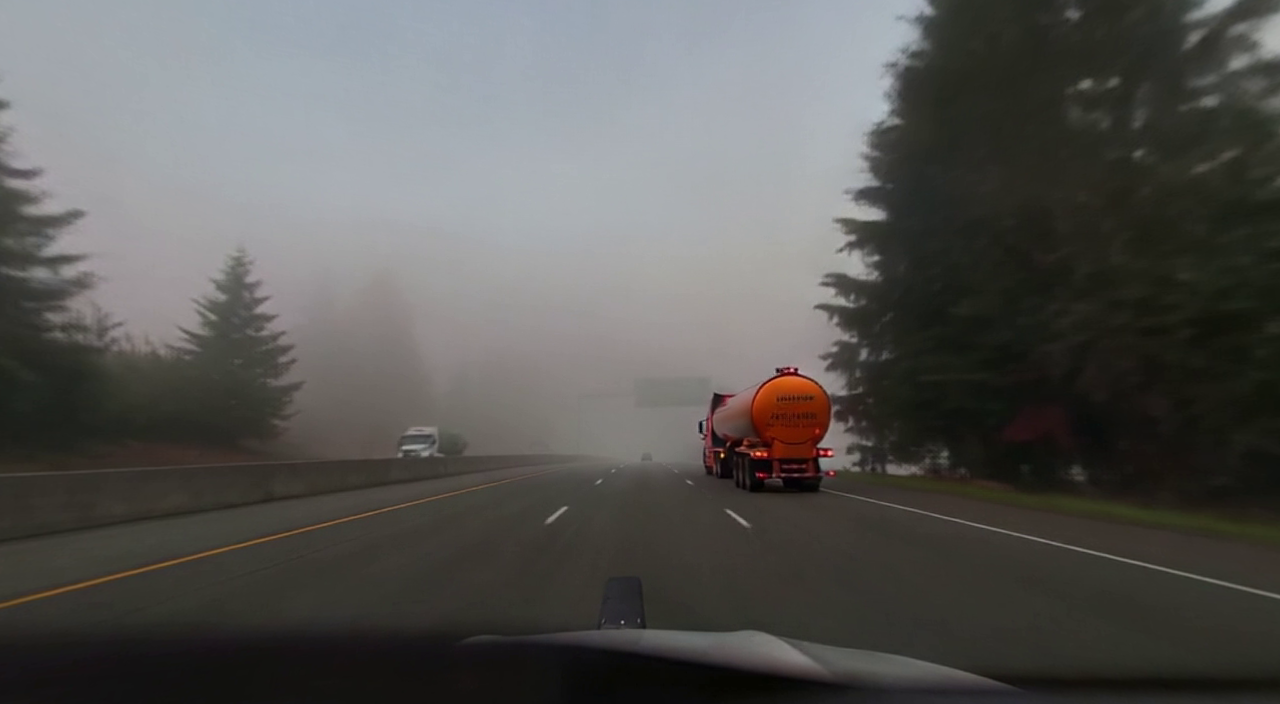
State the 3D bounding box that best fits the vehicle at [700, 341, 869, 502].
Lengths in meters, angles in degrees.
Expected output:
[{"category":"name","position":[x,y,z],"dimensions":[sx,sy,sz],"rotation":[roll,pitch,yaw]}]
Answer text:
[{"category":"vehicle","position":[4.317,2.793,22.944],"dimensions":[2.784,4.080,13.516],"rotation":[-2,-9,-1]}]
